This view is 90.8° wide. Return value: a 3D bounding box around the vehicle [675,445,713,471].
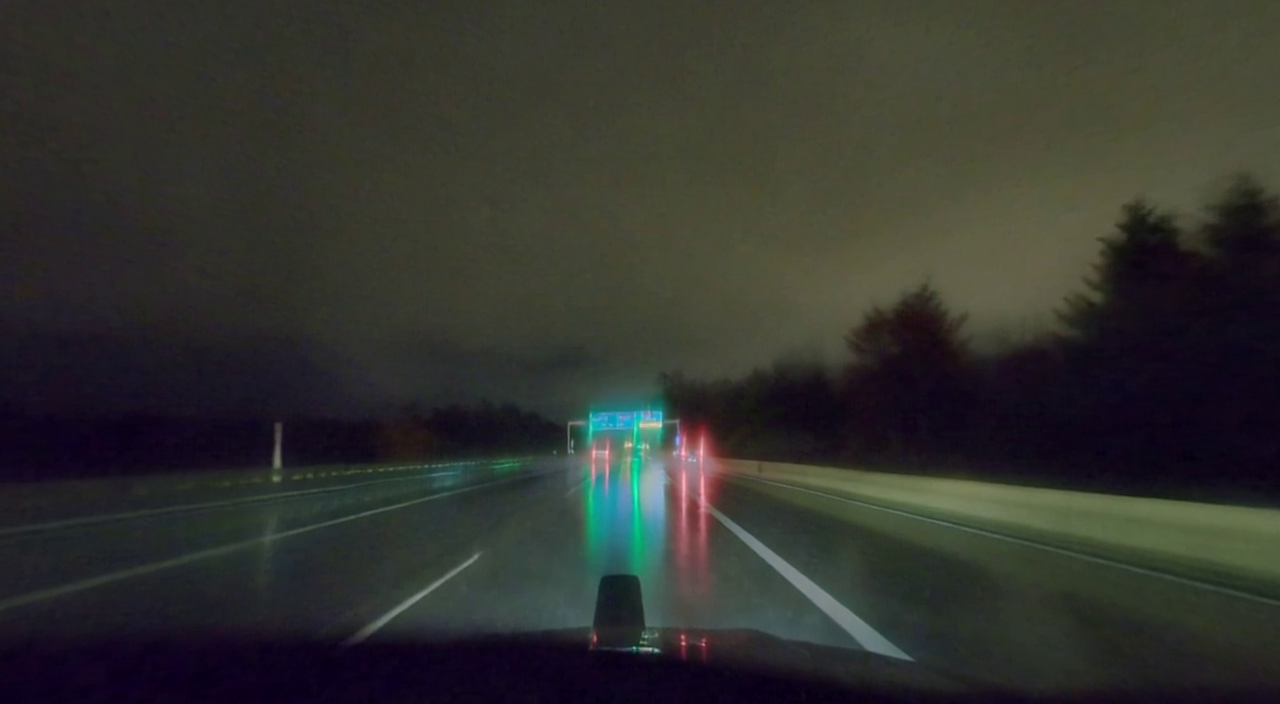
[{"bbox_3d":[3.709,7.424,44.304,2.133,1.746,4.511,0,-9,-1],"label":"vehicle"}]
